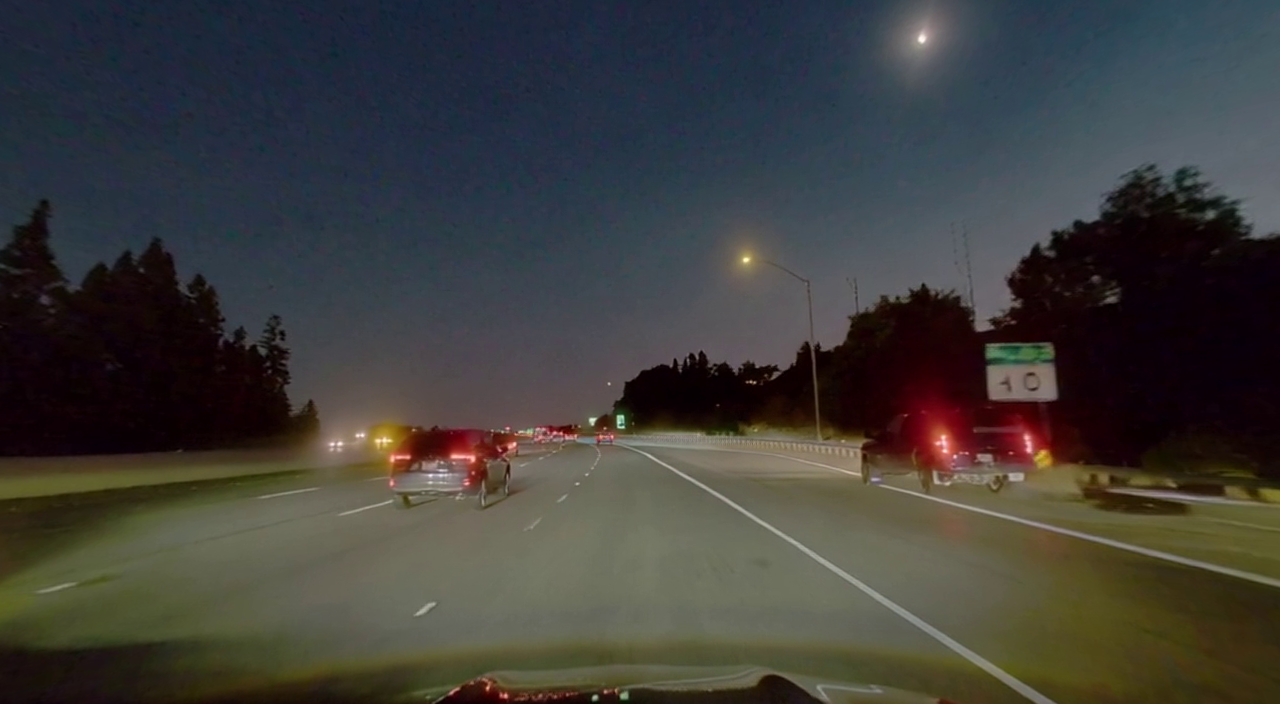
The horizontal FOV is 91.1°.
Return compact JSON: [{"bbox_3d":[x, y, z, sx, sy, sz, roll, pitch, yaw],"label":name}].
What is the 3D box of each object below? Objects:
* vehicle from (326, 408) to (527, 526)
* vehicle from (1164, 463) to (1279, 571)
[{"bbox_3d":[-3.708,2.120,12.120,2.142,1.789,5.009,0,-8,0],"label":"vehicle"},{"bbox_3d":[13.391,3.145,11.652,2.179,1.976,5.545,1,-8,-5],"label":"vehicle"}]
